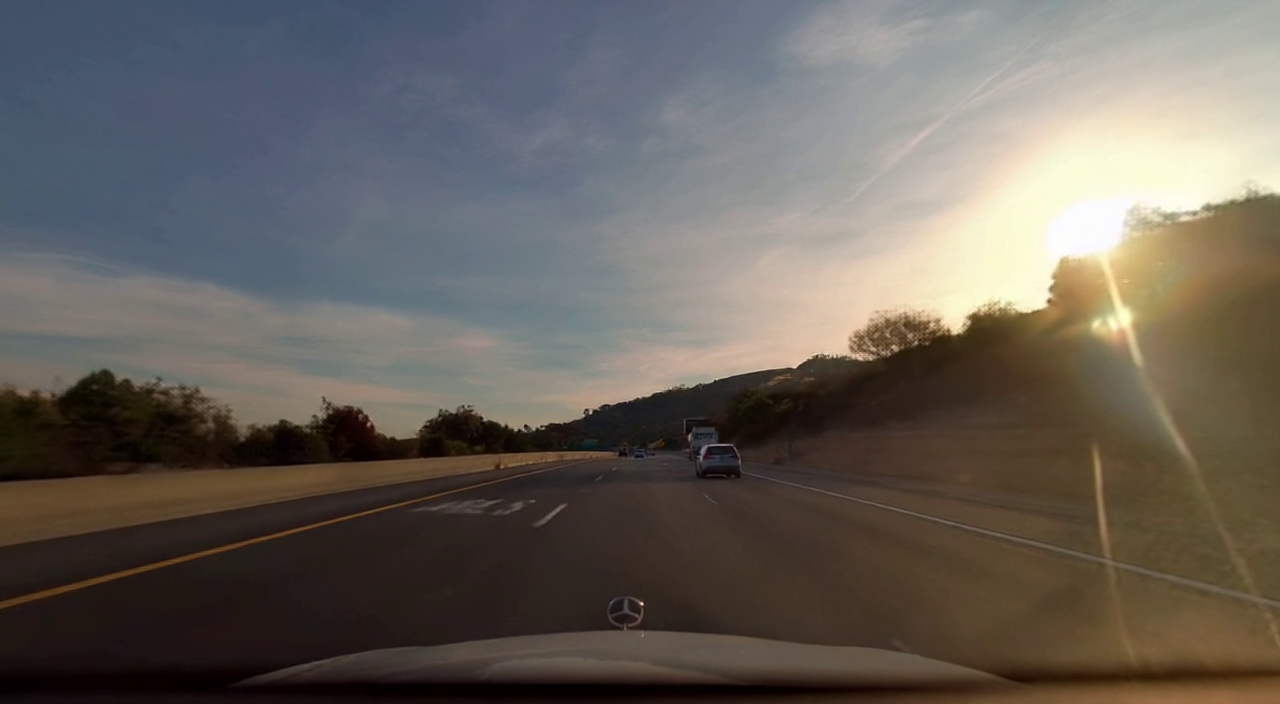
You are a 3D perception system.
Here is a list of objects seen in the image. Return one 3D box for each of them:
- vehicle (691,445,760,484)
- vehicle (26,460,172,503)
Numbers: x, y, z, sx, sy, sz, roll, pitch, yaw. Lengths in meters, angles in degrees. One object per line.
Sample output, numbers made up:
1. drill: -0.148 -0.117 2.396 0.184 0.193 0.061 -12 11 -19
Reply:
1. vehicle: 3.466 4.667 26.476 2.193 1.462 4.533 0 -8 -1
2. vehicle: -21.459 5.121 25.326 1.807 1.449 4.553 0 -8 0
